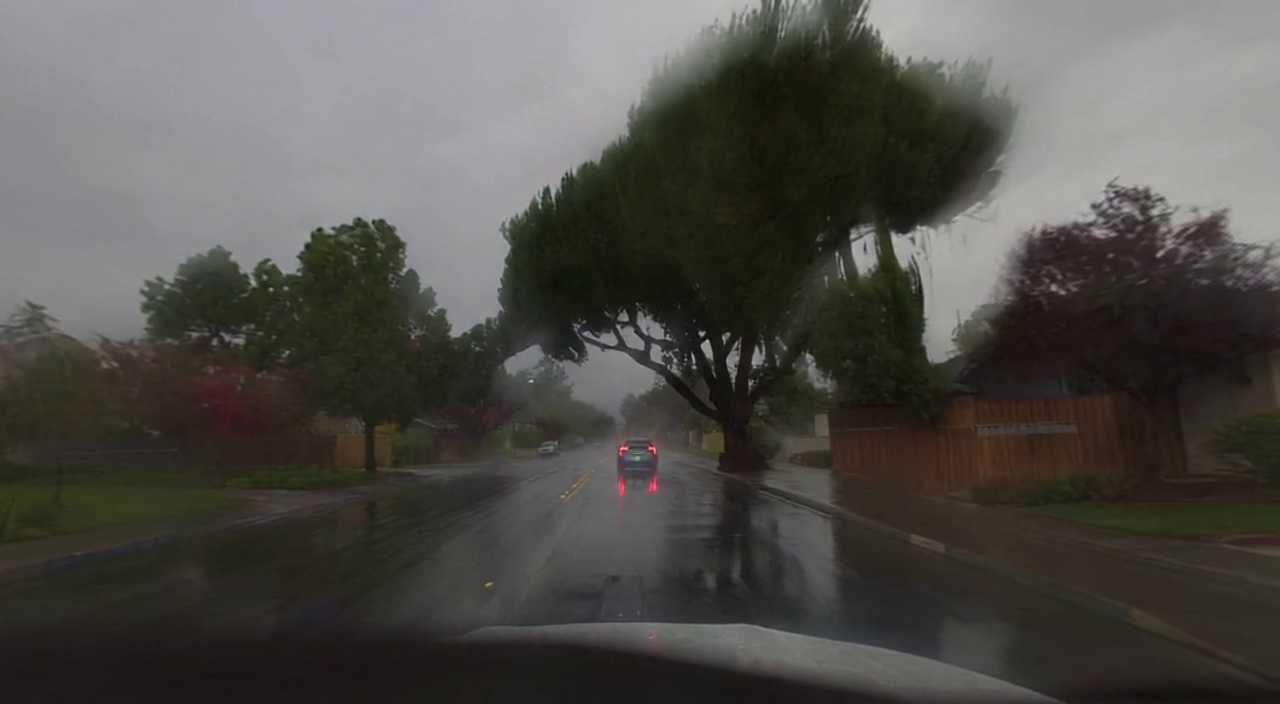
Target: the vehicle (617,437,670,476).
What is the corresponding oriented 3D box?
[{"bbox_3d":[0.083,4.421,26.805,2.043,1.484,4.340,0,-9,-1],"label":"vehicle"}]
